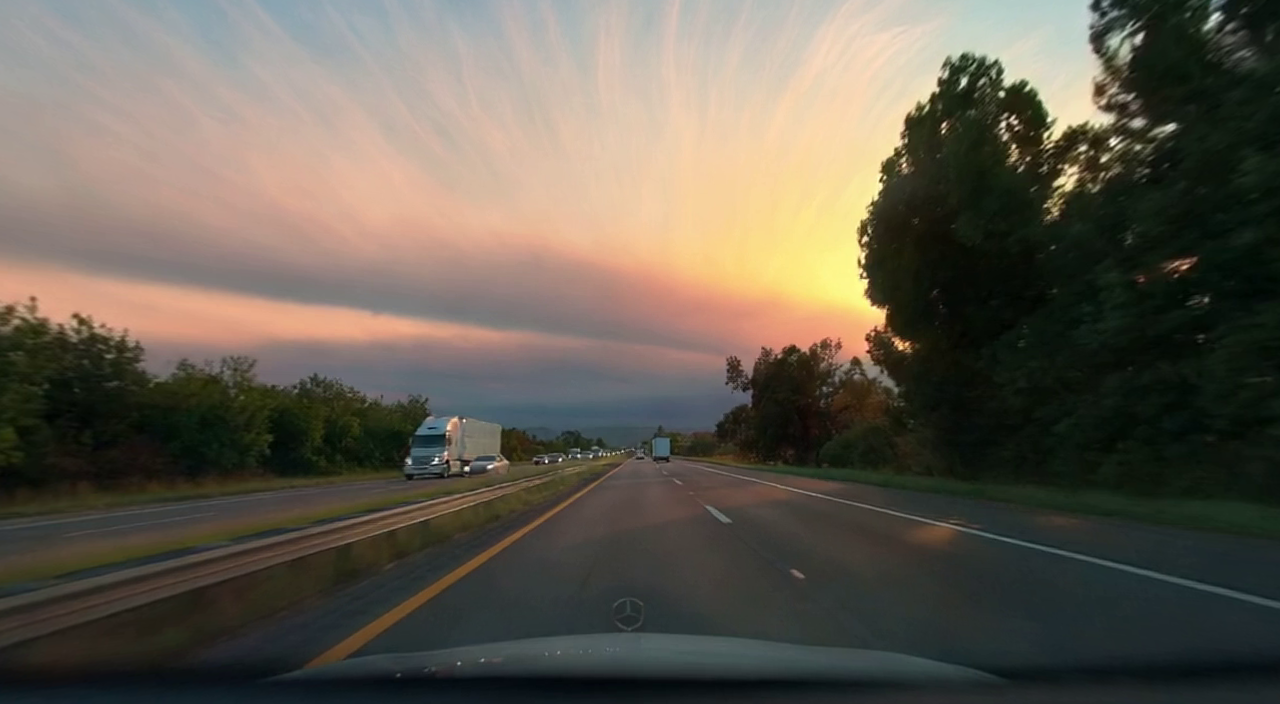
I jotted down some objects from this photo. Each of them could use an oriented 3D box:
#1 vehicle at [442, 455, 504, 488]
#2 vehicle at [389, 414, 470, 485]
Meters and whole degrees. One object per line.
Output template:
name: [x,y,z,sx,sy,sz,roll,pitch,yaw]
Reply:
vehicle: [-8.206,5.870,31.309,1.818,1.448,4.428,0,-9,0]
vehicle: [-12.883,6.015,39.107,2.979,4.027,5.788,0,-9,-1]
